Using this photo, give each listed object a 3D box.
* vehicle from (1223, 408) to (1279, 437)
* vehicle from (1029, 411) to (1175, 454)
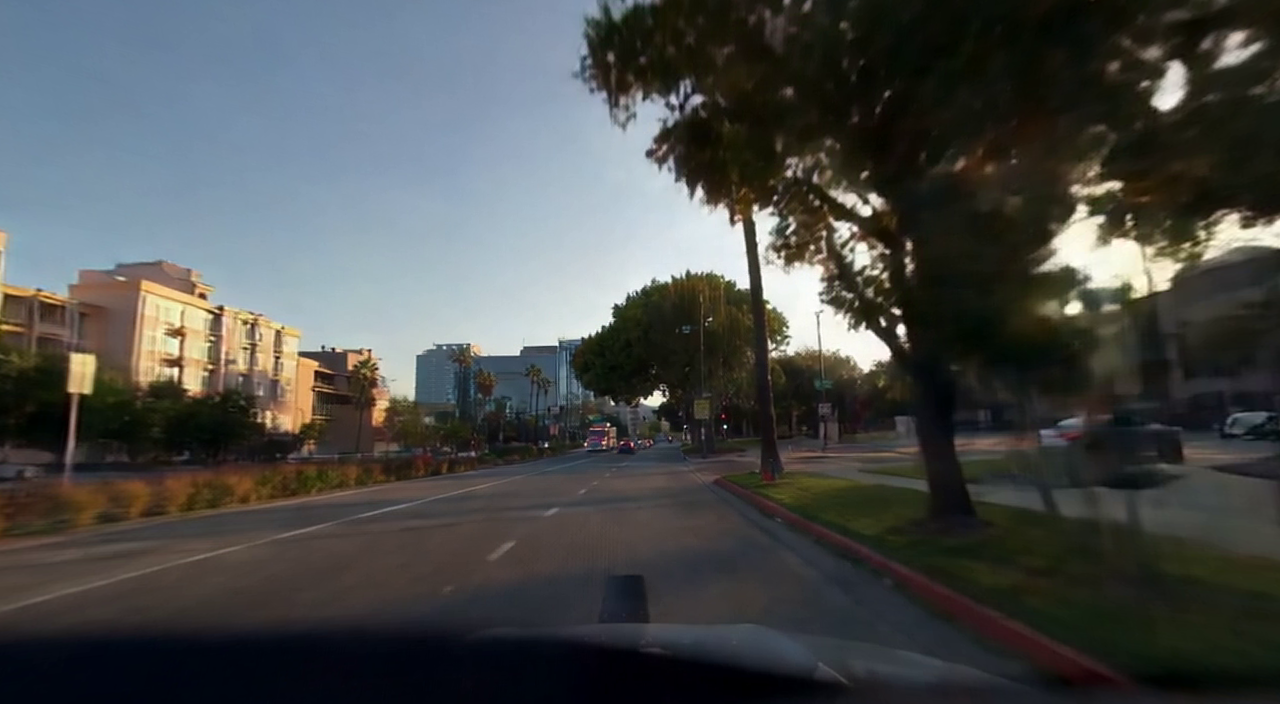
[{"bbox_3d":[36.785,4.143,36.480,1.794,1.535,4.466,-1,-8,6],"label":"vehicle"},{"bbox_3d":[16.391,2.868,22.386,3.945,1.463,1.684,0,-8,-5],"label":"vehicle"}]
